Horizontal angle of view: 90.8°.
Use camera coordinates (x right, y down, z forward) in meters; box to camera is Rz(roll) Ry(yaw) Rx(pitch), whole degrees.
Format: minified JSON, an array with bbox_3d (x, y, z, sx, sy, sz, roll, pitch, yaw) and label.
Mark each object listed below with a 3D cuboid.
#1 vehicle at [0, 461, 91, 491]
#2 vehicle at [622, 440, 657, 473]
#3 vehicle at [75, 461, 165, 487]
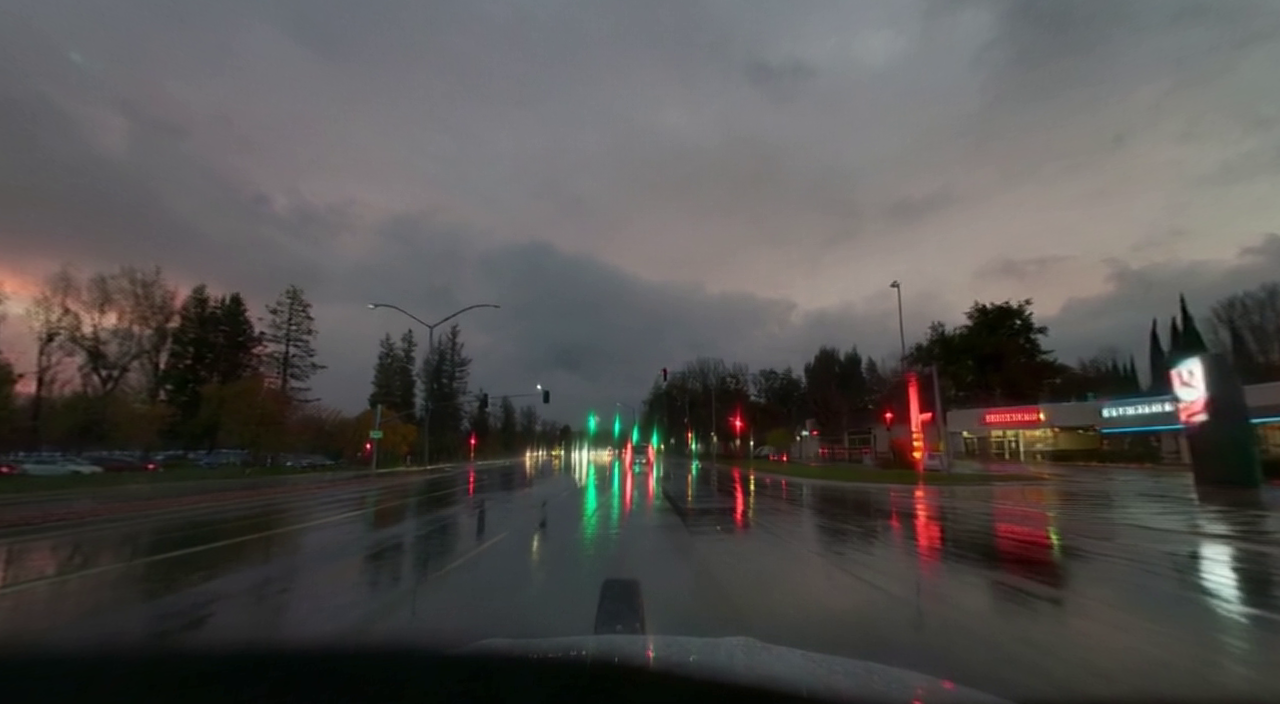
[{"bbox_3d":[-32.170,6.560,33.587,4.063,1.479,1.939,0,-9,-2],"label":"vehicle"},{"bbox_3d":[0.001,6.534,39.689,2.096,1.961,4.259,0,-9,1],"label":"vehicle"},{"bbox_3d":[-32.159,7.528,39.131,3.791,1.473,1.942,0,-9,-2],"label":"vehicle"}]
